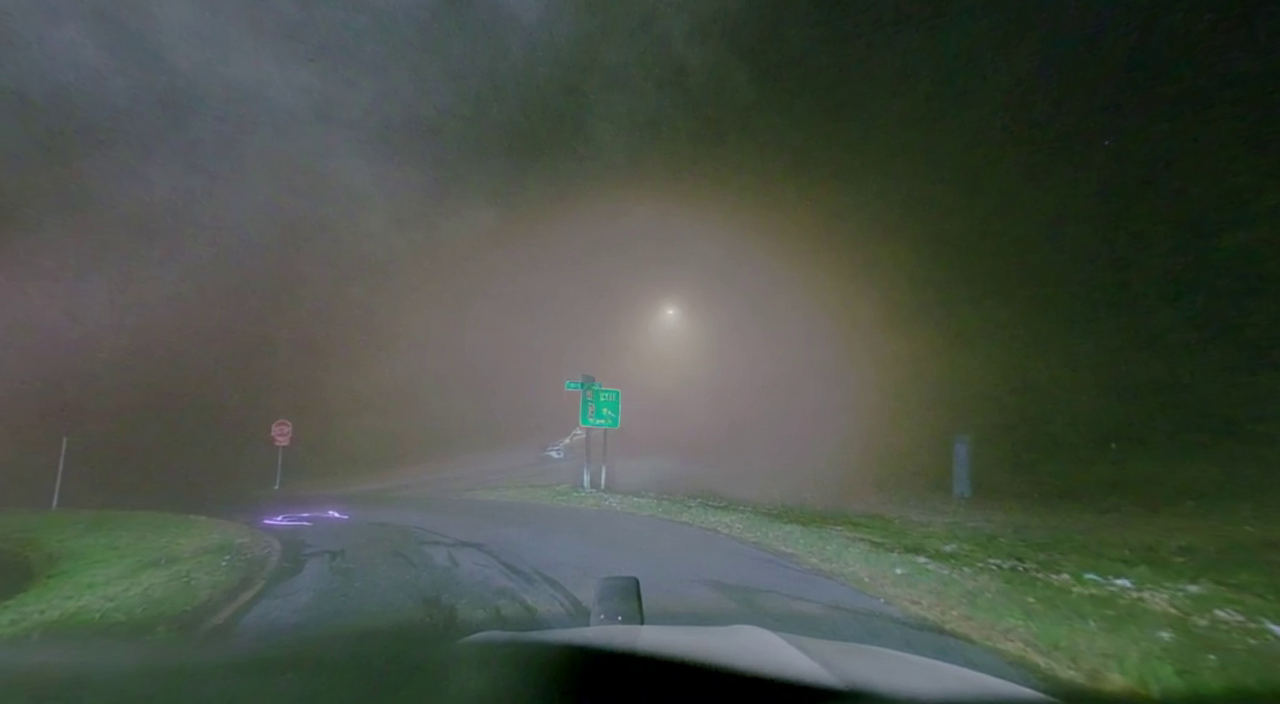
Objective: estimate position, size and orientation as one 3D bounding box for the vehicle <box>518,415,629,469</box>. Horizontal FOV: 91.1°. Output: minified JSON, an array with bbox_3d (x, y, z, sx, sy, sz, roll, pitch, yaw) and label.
[{"bbox_3d":[-2.732,3.770,26.606,1.914,1.574,4.403,-11,-6,41],"label":"vehicle"}]
